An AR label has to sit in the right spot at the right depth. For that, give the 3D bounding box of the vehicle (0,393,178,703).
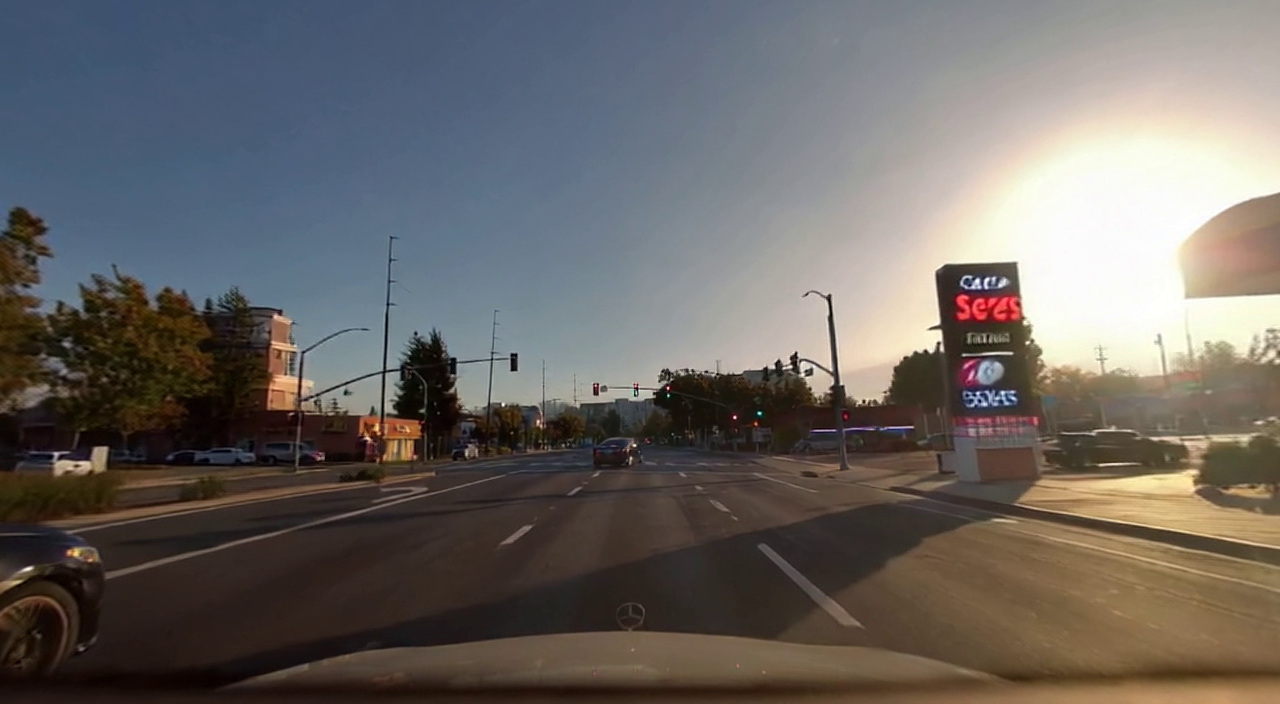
[{"bbox_3d":[-3.471,0.706,1.070,2.018,1.470,4.346,0,-8,1],"label":"vehicle"}]

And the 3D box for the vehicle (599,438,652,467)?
[{"bbox_3d":[-0.687,5.311,33.526,2.082,1.460,4.442,-1,-8,9],"label":"vehicle"}]

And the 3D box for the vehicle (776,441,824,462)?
[{"bbox_3d":[11.526,7.101,45.204,1.810,1.463,4.245,-6,-10,37],"label":"vehicle"}]

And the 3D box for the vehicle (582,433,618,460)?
[{"bbox_3d":[-2.796,6.745,44.888,2.160,1.803,4.419,0,-8,2],"label":"vehicle"}]
